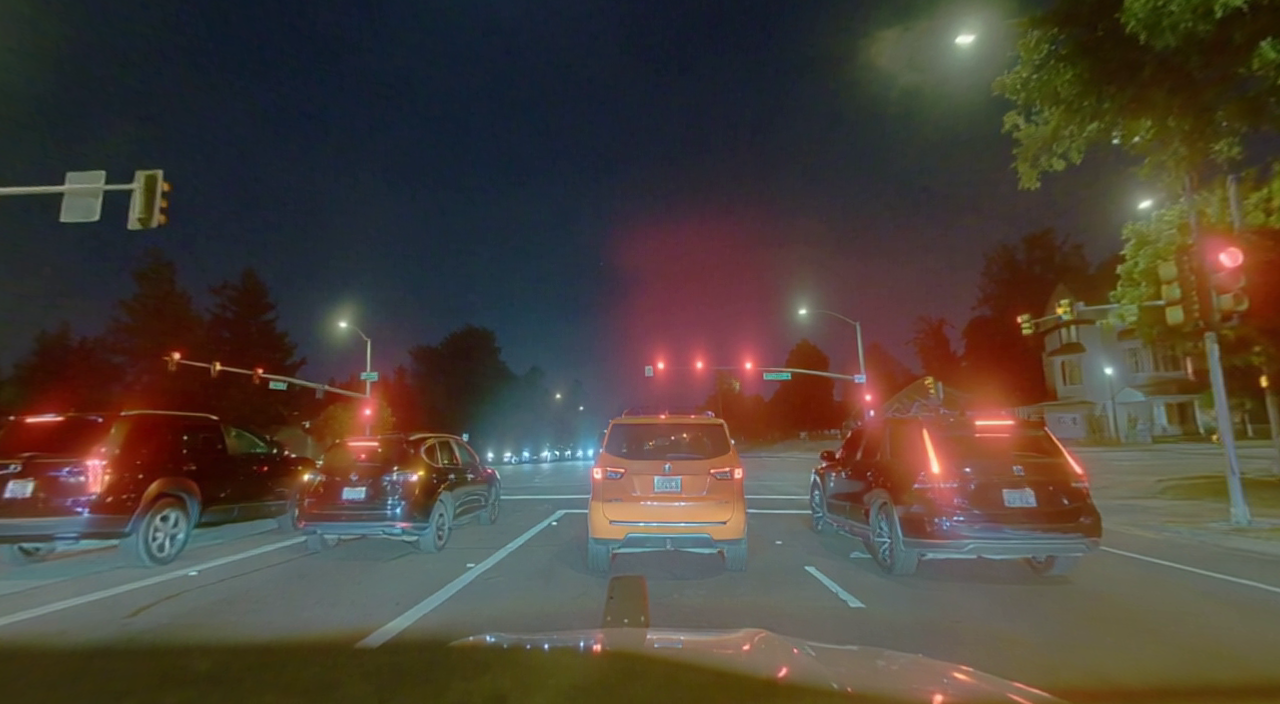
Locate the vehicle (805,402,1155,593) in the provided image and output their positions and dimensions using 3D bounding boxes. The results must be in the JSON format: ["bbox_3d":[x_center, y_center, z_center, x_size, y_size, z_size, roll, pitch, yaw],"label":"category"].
[{"bbox_3d":[3.531,1.588,7.747,2.047,1.638,4.395,-1,-8,4],"label":"vehicle"}]

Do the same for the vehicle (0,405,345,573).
[{"bbox_3d":[-6.618,1.827,9.252,2.075,1.796,4.785,0,-8,2],"label":"vehicle"}]

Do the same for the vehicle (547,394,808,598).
[{"bbox_3d":[0.398,1.522,7.499,2.198,1.708,4.170,0,-8,2],"label":"vehicle"}]

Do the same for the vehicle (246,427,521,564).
[{"bbox_3d":[-3.231,1.887,9.111,1.885,1.475,4.359,-1,-8,4],"label":"vehicle"}]
